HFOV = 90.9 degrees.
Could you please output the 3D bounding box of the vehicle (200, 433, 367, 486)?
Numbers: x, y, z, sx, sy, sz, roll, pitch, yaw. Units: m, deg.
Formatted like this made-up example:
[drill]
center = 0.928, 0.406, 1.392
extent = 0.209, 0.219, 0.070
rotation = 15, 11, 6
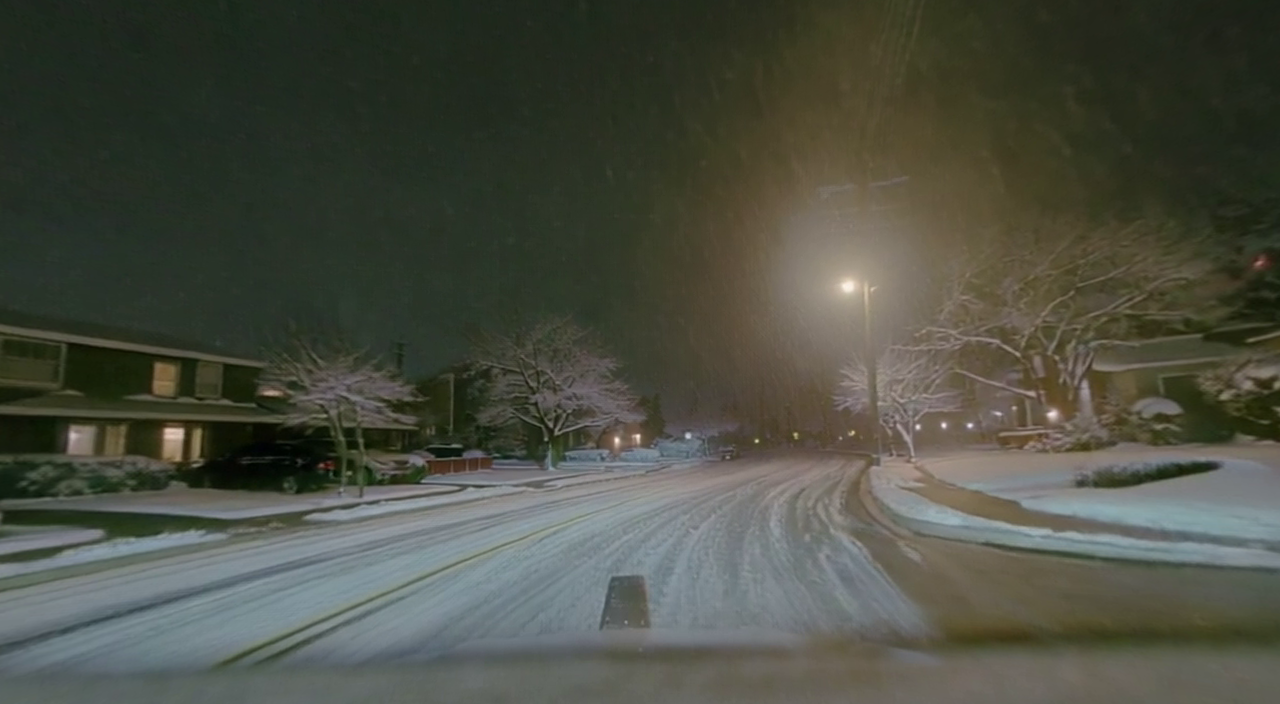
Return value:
[vehicle]
center = -11.989, 3.648, 21.587
extent = 4.485, 1.663, 2.111
rotation = 2, -9, -15
